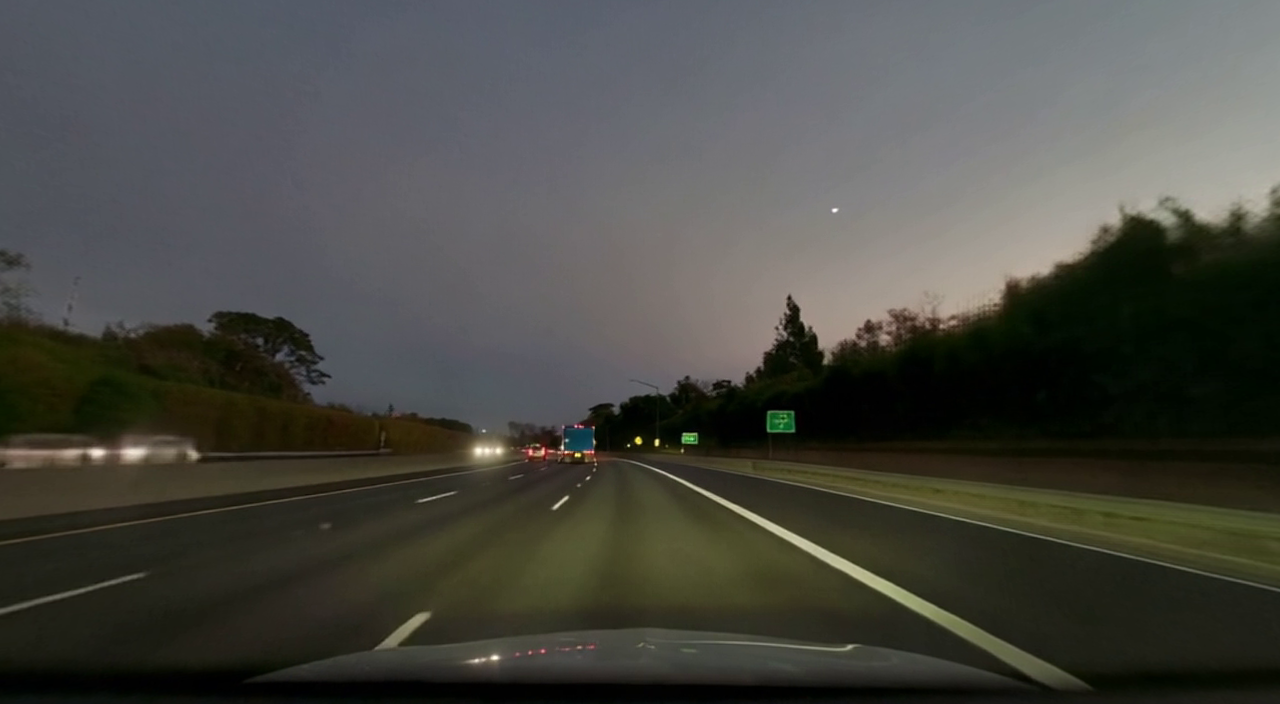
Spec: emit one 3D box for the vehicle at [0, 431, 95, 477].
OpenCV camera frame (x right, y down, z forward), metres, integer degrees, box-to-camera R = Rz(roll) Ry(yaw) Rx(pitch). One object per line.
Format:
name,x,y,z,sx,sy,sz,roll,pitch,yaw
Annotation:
vehicle,-26.033,4.274,26.466,2.037,1.780,4.913,0,-8,-3

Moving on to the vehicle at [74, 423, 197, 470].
vehicle,-26.274,4.957,33.125,2.466,2.214,4.830,0,-8,-2
